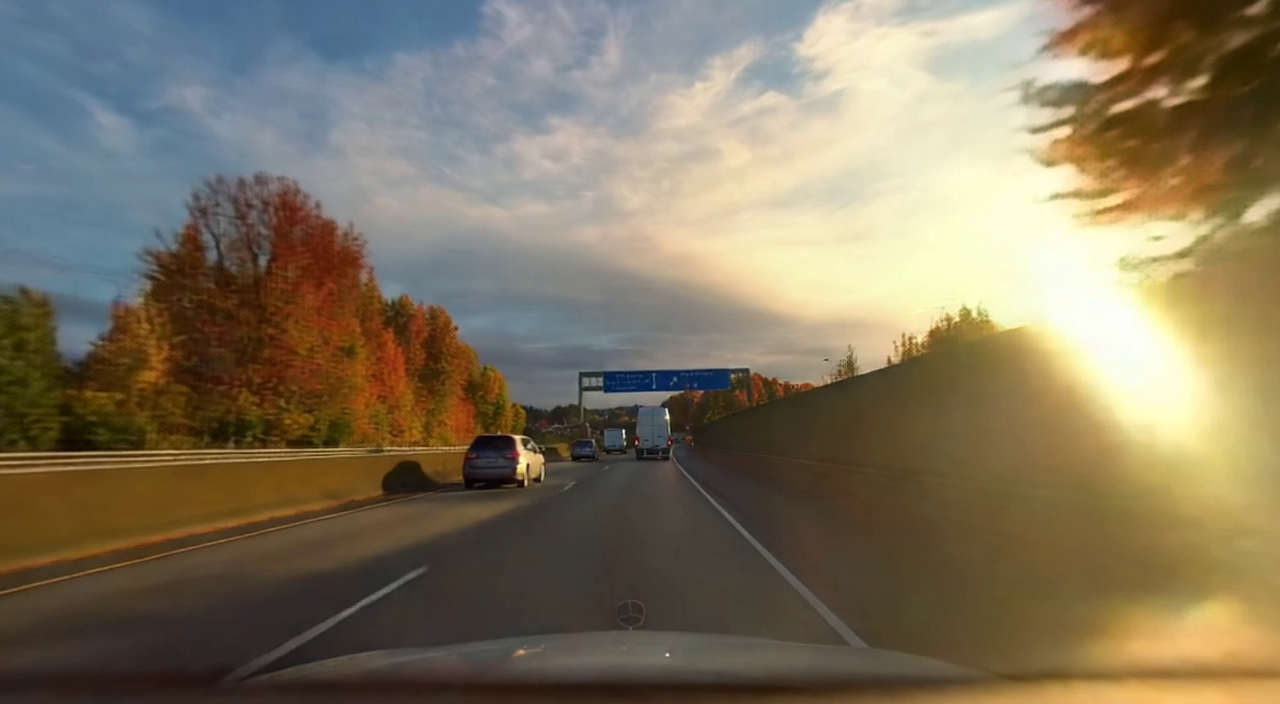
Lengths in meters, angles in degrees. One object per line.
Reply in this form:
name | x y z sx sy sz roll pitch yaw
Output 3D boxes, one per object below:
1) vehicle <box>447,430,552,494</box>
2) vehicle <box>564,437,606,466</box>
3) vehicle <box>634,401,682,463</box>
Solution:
vehicle | -3.726 2.989 17.440 1.927 1.556 3.921 0 -8 1
vehicle | -3.112 5.729 36.509 1.962 1.575 4.158 0 -8 2
vehicle | 1.205 5.586 43.385 2.933 3.701 10.425 0 -8 1
